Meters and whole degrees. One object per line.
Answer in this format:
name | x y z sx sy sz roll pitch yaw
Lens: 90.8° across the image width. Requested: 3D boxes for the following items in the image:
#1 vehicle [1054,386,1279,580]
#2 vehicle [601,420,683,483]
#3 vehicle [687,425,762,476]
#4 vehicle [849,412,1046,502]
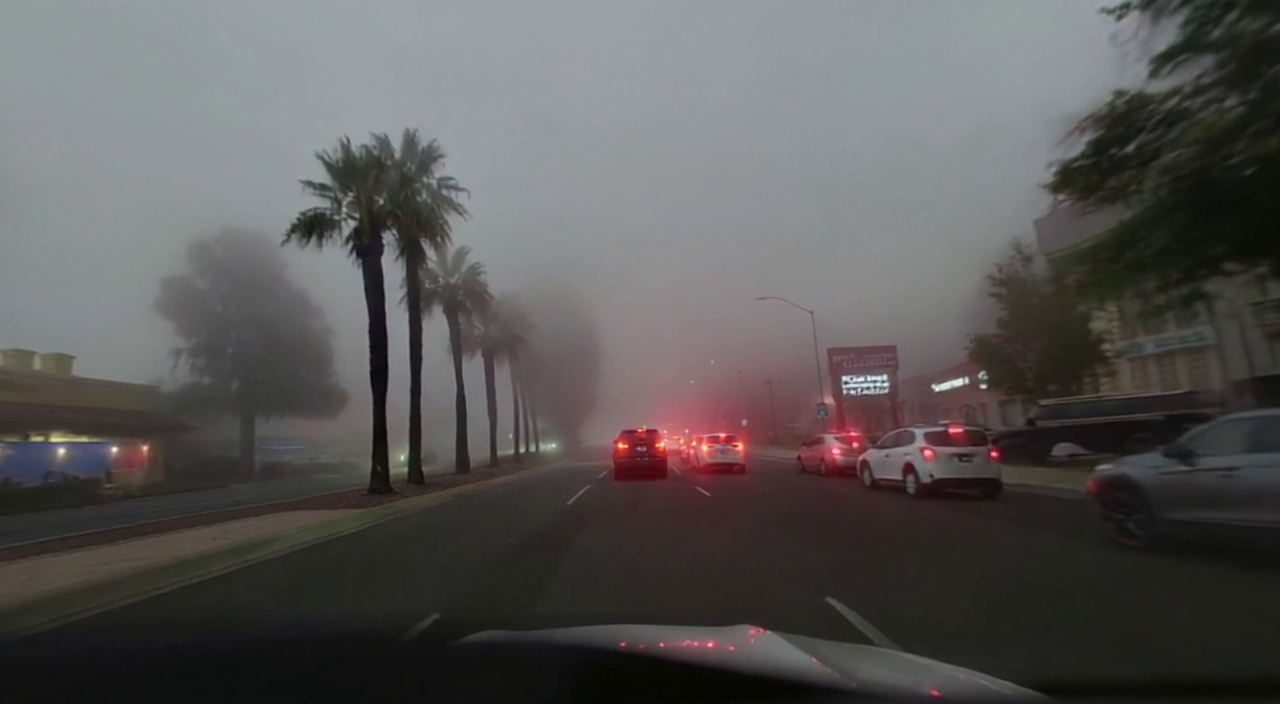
vehicle | 6.638 1.240 6.149 2.100 1.675 4.536 0 -9 0
vehicle | 0.040 3.320 21.146 2.428 1.816 4.959 0 -9 -1
vehicle | 3.171 3.821 24.652 2.187 1.777 4.444 0 -9 -2
vehicle | 6.665 2.373 14.462 2.001 1.692 4.800 0 -9 -1
